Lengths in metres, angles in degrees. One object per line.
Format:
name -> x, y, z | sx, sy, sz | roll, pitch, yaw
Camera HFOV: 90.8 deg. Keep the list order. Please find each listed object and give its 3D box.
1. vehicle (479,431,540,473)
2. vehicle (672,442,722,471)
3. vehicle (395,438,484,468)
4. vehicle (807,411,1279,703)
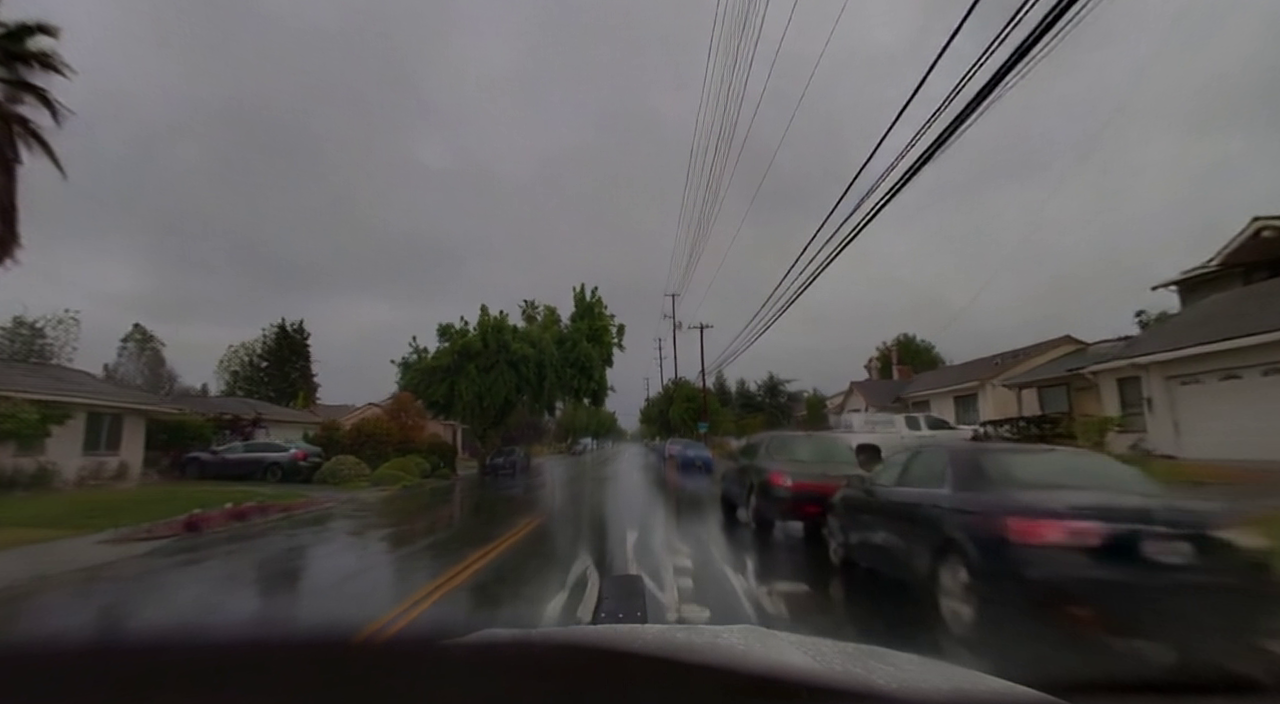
vehicle -> -6.685, 5.247, 32.852 | 2.156, 1.932, 4.518 | -2, -11, 1
vehicle -> 2.694, 5.050, 30.690 | 1.827, 1.286, 3.684 | 1, -8, -5
vehicle -> -11.846, 5.960, 37.529 | 4.529, 1.677, 2.204 | 0, -8, 0
vehicle -> 2.849, 1.306, 5.120 | 1.870, 1.490, 3.802 | 0, -8, -1
